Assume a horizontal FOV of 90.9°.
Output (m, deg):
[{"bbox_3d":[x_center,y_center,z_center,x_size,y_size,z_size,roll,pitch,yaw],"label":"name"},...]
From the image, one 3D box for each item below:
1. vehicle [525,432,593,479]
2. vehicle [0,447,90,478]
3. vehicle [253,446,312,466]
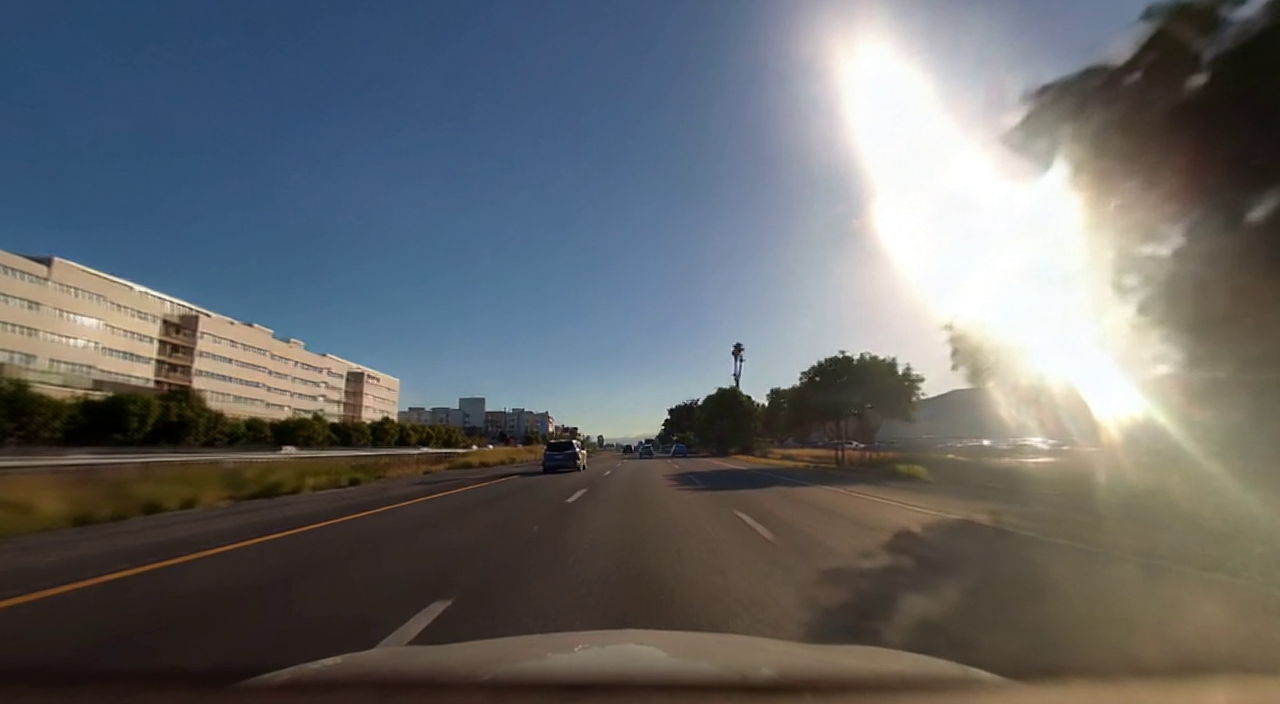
[{"bbox_3d":[-3.417,4.500,27.616,2.218,1.850,4.774,0,-9,2],"label":"vehicle"},{"bbox_3d":[-32.099,5.795,33.350,1.827,1.459,4.505,0,-9,0],"label":"vehicle"},{"bbox_3d":[-27.882,8.128,49.364,1.892,1.460,4.582,0,-9,1],"label":"vehicle"}]
